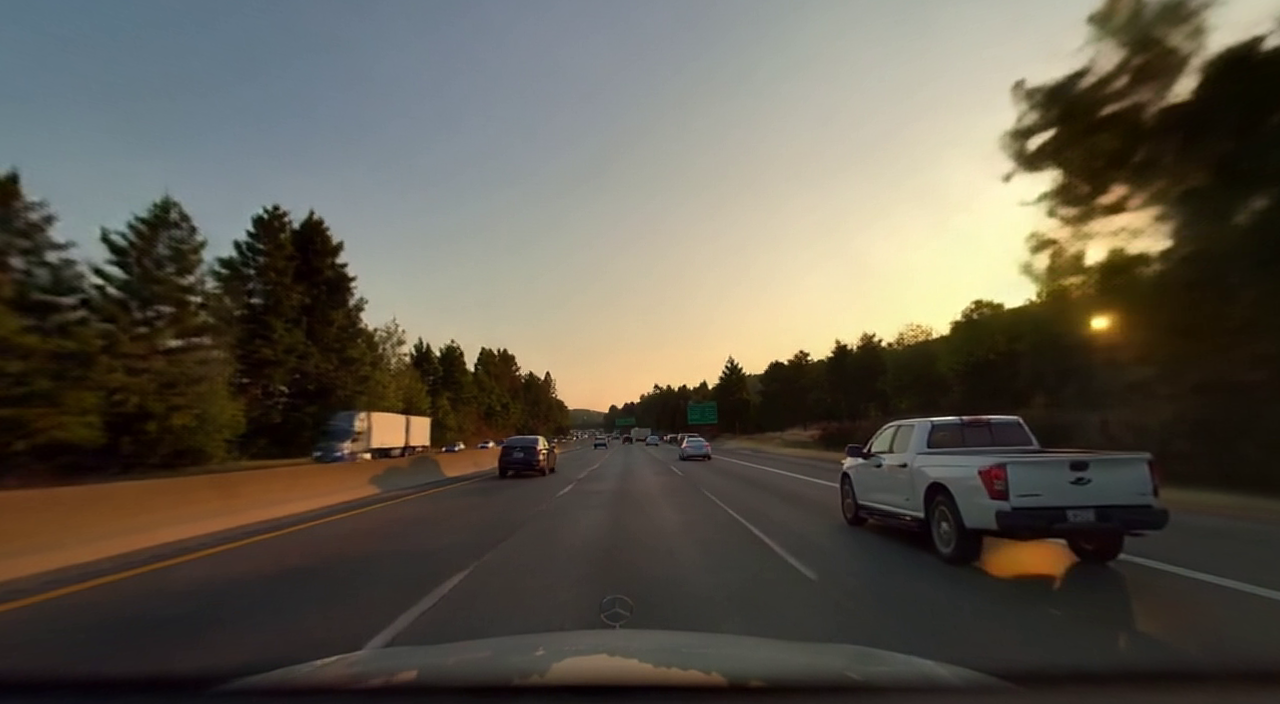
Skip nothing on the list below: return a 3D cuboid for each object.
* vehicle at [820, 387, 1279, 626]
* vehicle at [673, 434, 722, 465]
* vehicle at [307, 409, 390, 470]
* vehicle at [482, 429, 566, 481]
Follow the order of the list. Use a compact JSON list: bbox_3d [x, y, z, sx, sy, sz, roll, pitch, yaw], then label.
[{"bbox_3d":[3.672,1.379,6.790,1.949,1.639,4.748,0,-8,-1],"label":"vehicle"},{"bbox_3d":[2.836,4.894,31.912,1.990,1.480,3.865,0,-8,-2],"label":"vehicle"},{"bbox_3d":[-19.989,6.042,43.702,2.967,3.876,5.923,0,-8,-2],"label":"vehicle"},{"bbox_3d":[-3.878,3.532,22.027,2.011,1.614,4.808,0,-8,0],"label":"vehicle"}]
